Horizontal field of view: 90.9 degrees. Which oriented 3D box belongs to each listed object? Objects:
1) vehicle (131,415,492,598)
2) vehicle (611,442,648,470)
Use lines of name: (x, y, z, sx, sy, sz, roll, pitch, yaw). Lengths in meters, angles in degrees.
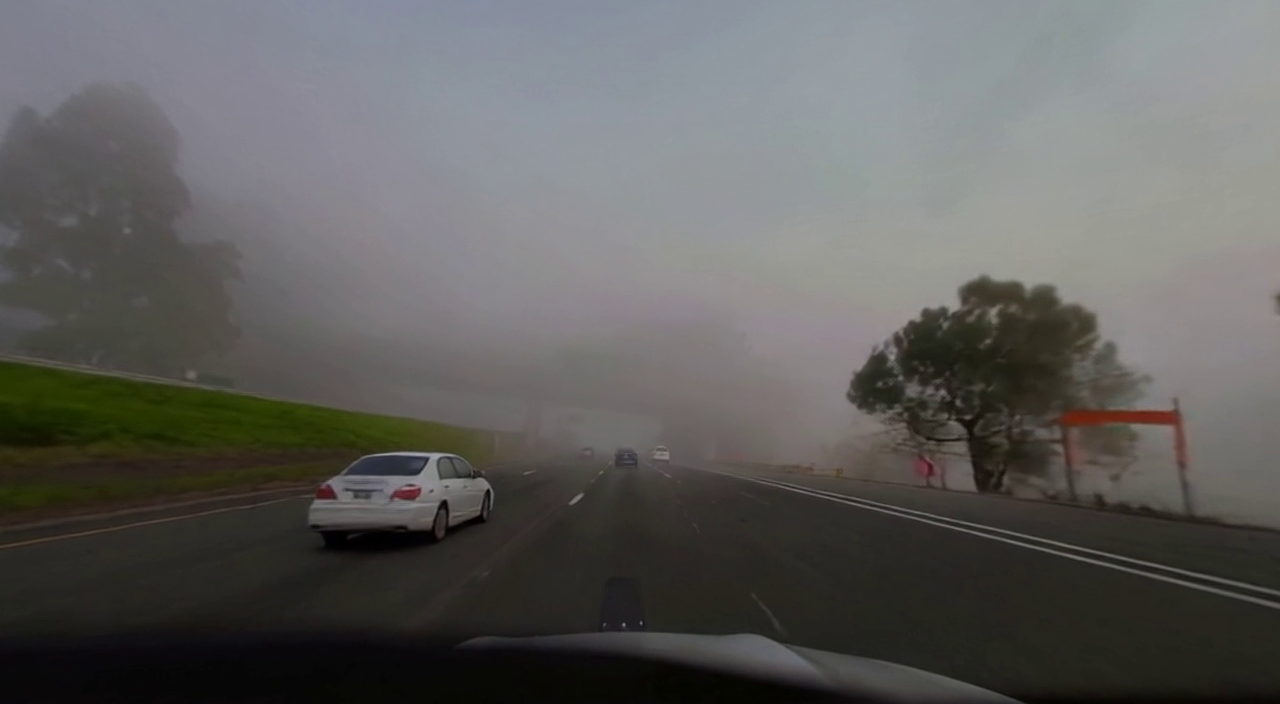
vehicle: (-3.572, 1.764, 8.201, 2.114, 1.650, 4.730, 0, -8, 0)
vehicle: (-0.760, 7.011, 42.771, 2.328, 1.805, 4.502, 0, -8, -2)
